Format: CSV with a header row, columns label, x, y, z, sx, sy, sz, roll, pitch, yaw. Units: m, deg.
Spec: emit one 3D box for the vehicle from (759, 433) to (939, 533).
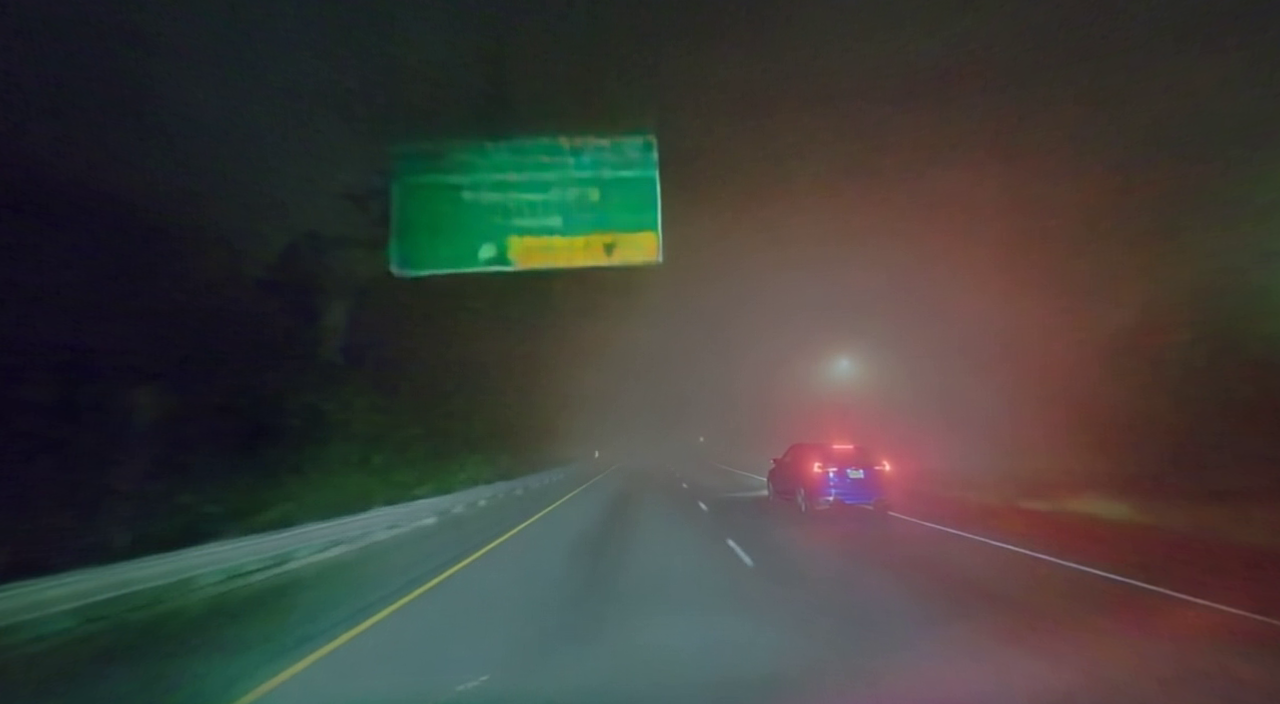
label,x,y,z,sx,sy,sz,roll,pitch,yaw
vehicle,3.621,2.336,11.834,1.997,1.515,4.025,0,-9,0
